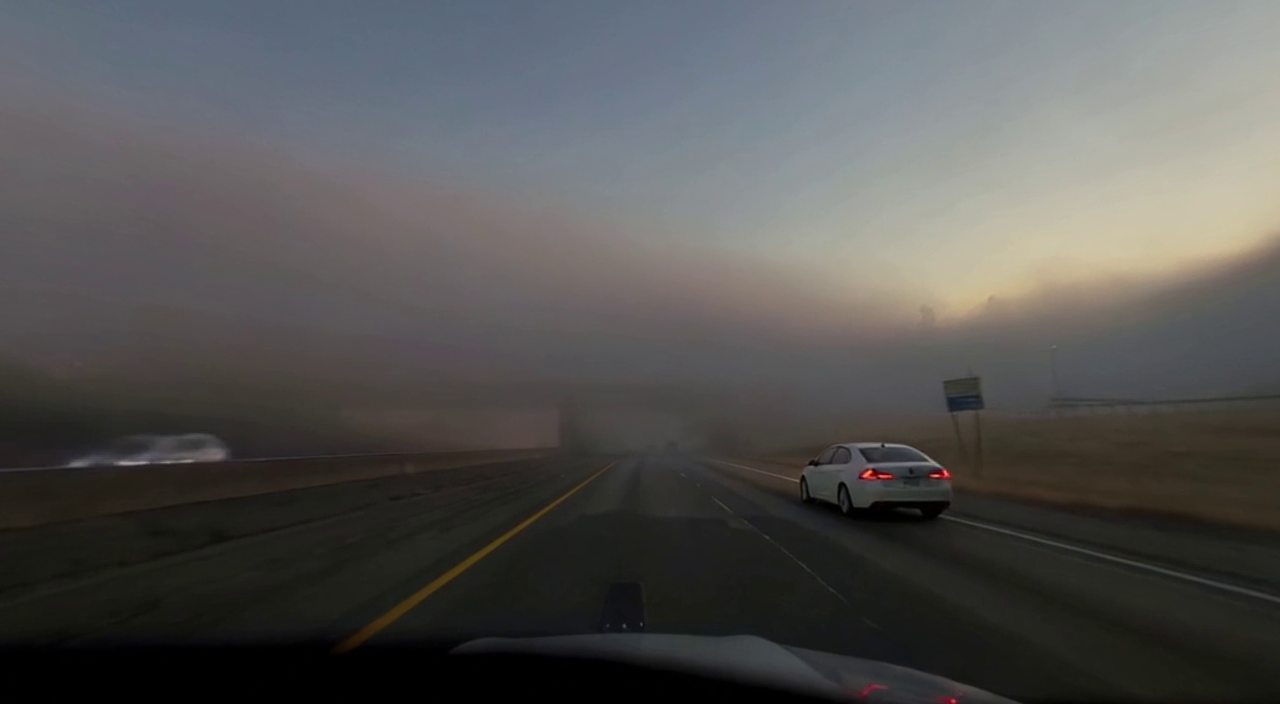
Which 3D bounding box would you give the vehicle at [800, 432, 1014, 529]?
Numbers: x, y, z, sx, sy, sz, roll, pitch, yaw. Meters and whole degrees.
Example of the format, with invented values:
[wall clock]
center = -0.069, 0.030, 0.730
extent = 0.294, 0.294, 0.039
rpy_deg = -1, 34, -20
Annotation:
[vehicle]
center = 4.780, 2.348, 12.245
extent = 2.027, 1.487, 4.718
rpy_deg = 0, -8, -1
